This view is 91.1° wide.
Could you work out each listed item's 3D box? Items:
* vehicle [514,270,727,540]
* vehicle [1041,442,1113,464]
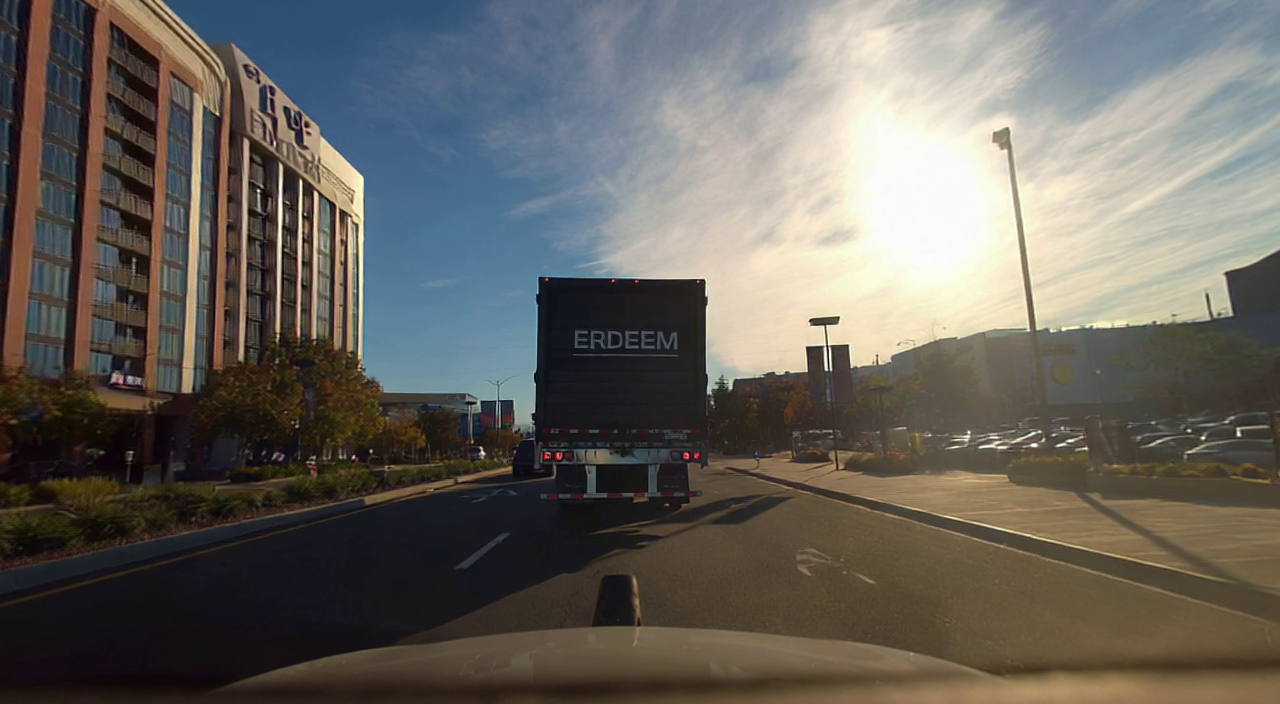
[{"bbox_3d":[-0.176,1.316,13.355,2.876,3.724,9.351,-1,-8,1],"label":"vehicle"},{"bbox_3d":[31.367,7.219,45.171,1.652,1.423,3.797,5,-9,-35],"label":"vehicle"}]
